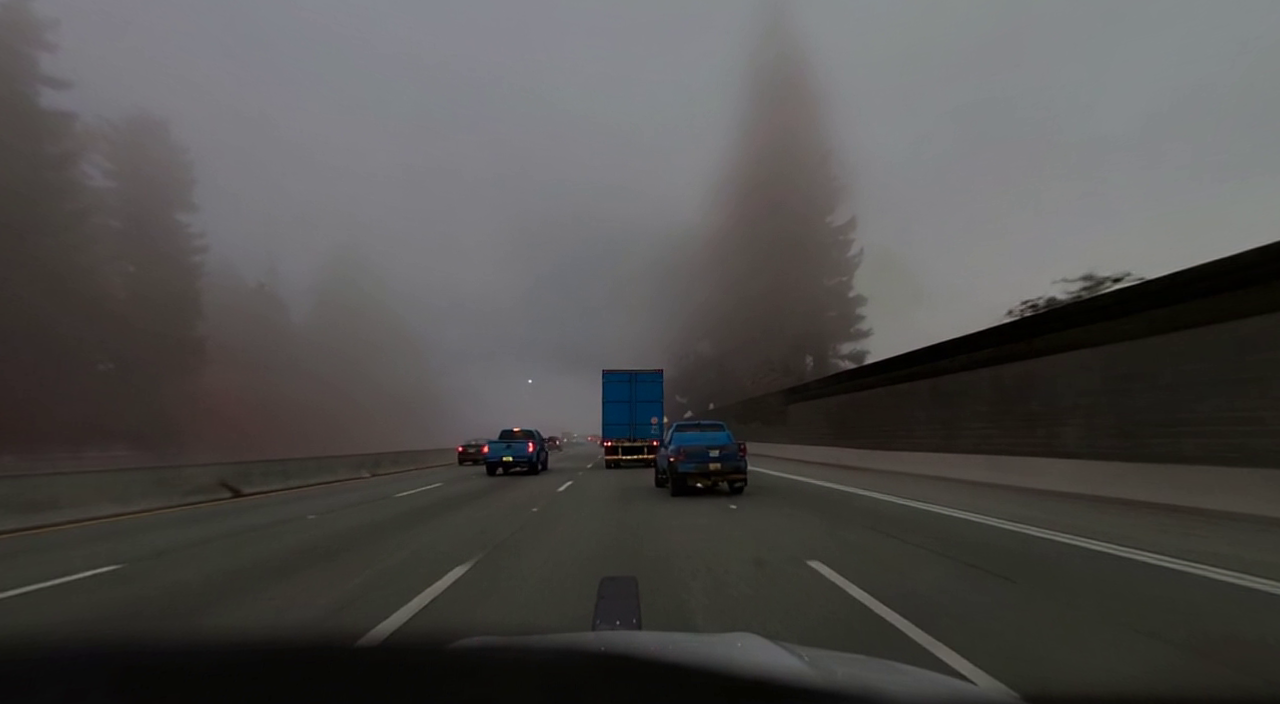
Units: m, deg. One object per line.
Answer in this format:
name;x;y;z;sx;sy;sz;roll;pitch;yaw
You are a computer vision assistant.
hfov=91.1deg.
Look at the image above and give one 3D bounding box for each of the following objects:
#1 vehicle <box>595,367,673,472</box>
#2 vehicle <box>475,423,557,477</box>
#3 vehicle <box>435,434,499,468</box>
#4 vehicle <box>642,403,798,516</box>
vehicle;-0.481;3.218;28.782;2.904;3.915;10.473;0;-8;-3
vehicle;-4.376;3.531;22.937;2.134;1.752;4.375;0;-8;-1
vehicle;-8.179;4.676;30.096;2.059;1.500;4.001;0;-8;-3
vehicle;1.329;2.091;12.844;2.118;1.832;4.901;1;-8;-5
